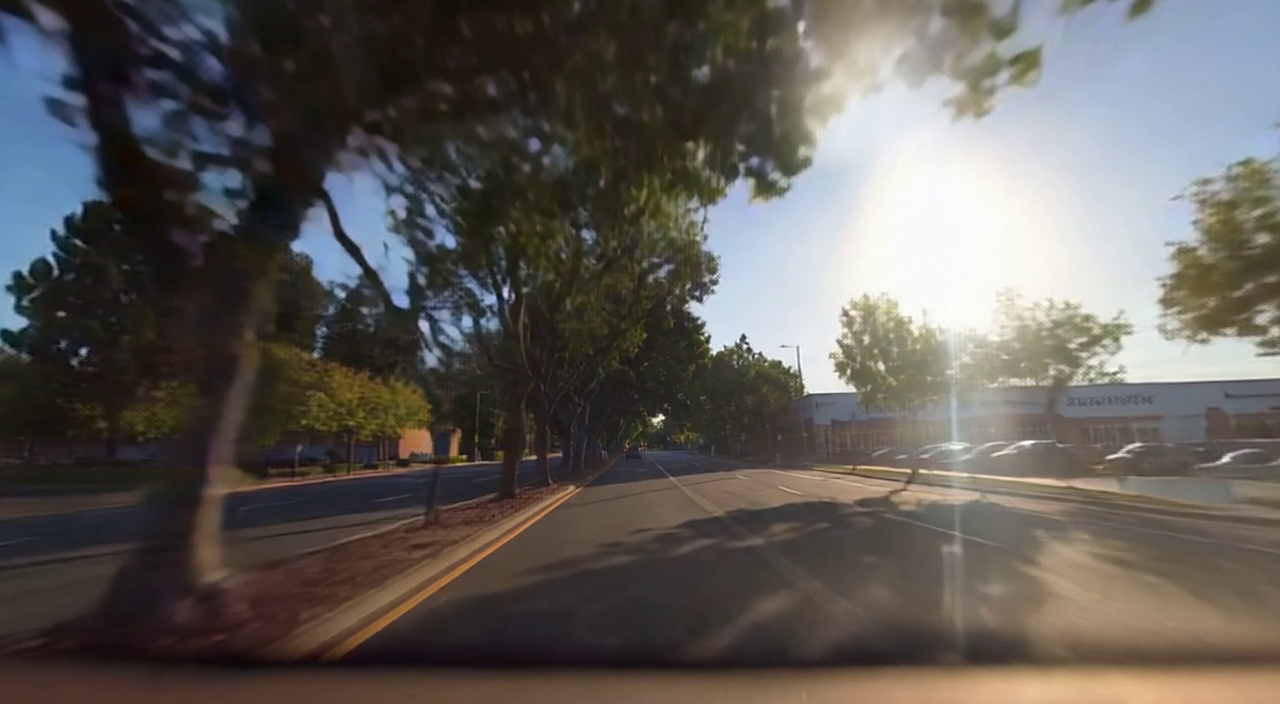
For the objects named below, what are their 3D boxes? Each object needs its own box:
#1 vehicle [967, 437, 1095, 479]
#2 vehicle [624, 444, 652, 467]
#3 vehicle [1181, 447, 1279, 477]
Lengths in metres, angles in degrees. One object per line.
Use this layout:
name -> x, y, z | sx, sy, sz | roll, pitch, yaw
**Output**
vehicle -> 18.890, 5.125, 30.715 | 4.739, 1.916, 2.136 | 0, -8, 1
vehicle -> -0.167, 8.061, 49.310 | 2.095, 1.647, 4.205 | 0, -8, -1
vehicle -> 31.695, 5.881, 34.006 | 1.739, 1.471, 3.811 | 0, -8, -1
